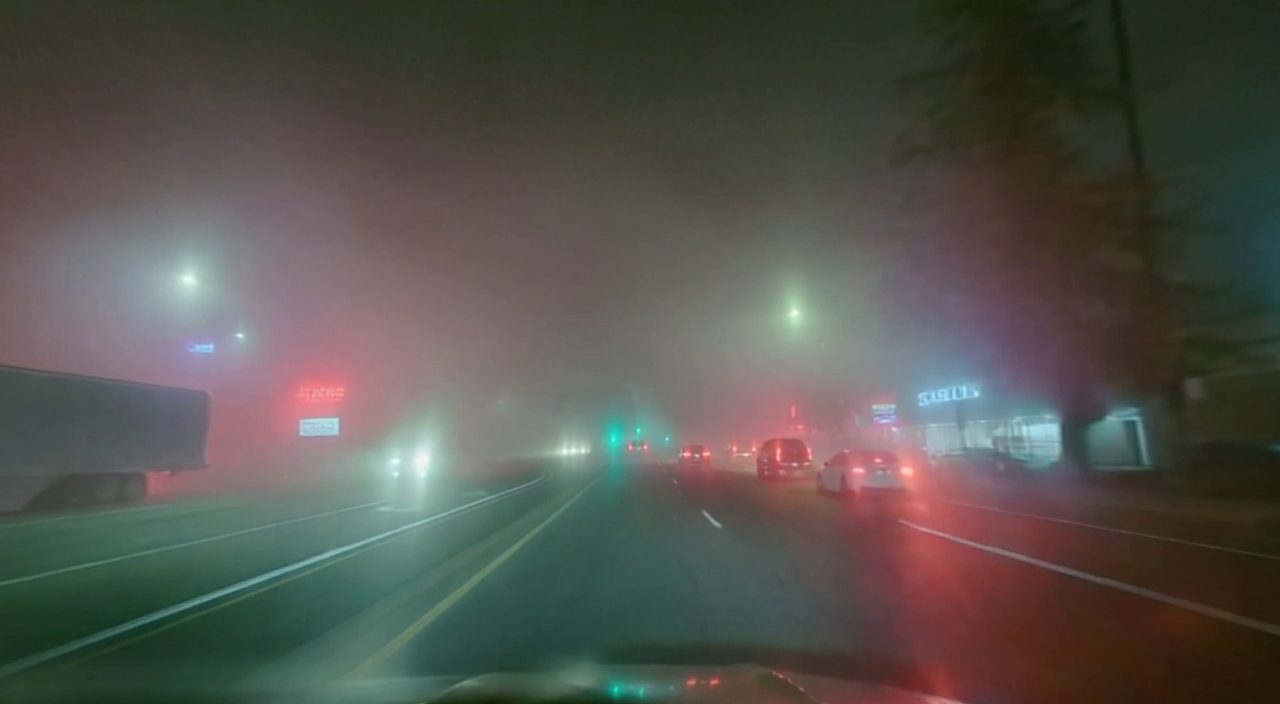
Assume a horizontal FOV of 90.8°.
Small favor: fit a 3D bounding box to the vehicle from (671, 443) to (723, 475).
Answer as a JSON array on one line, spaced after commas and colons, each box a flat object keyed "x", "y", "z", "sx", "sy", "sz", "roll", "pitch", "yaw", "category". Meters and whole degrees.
[{"x": 2.712, "y": 5.214, "z": 31.027, "sx": 2.099, "sy": 1.463, "sz": 4.365, "roll": 0, "pitch": -8, "yaw": -1, "category": "vehicle"}]

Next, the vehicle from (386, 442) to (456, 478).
[{"x": -11.819, "y": 5.825, "z": 34.429, "sx": 2.102, "sy": 1.793, "sz": 4.694, "roll": 0, "pitch": -8, "yaw": 0, "category": "vehicle"}]

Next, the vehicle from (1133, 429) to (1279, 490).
[{"x": 16.605, "y": 2.868, "z": 17.080, "sx": 4.833, "sy": 1.525, "sz": 2.135, "roll": 0, "pitch": -9, "yaw": -3, "category": "vehicle"}]

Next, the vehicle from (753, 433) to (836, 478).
[{"x": 6.878, "y": 4.676, "z": 28.851, "sx": 2.268, "sy": 1.822, "sz": 5.038, "roll": 0, "pitch": -9, "yaw": -3, "category": "vehicle"}]

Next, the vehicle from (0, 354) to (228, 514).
[{"x": -18.923, "y": 2.372, "z": 17.998, "sx": 3.058, "sy": 4.328, "sz": 16.976, "roll": -1, "pitch": -8, "yaw": 0, "category": "vehicle"}]

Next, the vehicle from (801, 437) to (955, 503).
[{"x": 6.083, "y": 3.077, "z": 16.940, "sx": 2.150, "sy": 1.485, "sz": 4.919, "roll": 0, "pitch": -9, "yaw": -1, "category": "vehicle"}]

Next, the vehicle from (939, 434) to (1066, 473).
[{"x": 16.059, "y": 4.515, "z": 28.156, "sx": 4.457, "sy": 1.521, "sz": 1.872, "roll": -2, "pitch": -9, "yaw": -3, "category": "vehicle"}]
